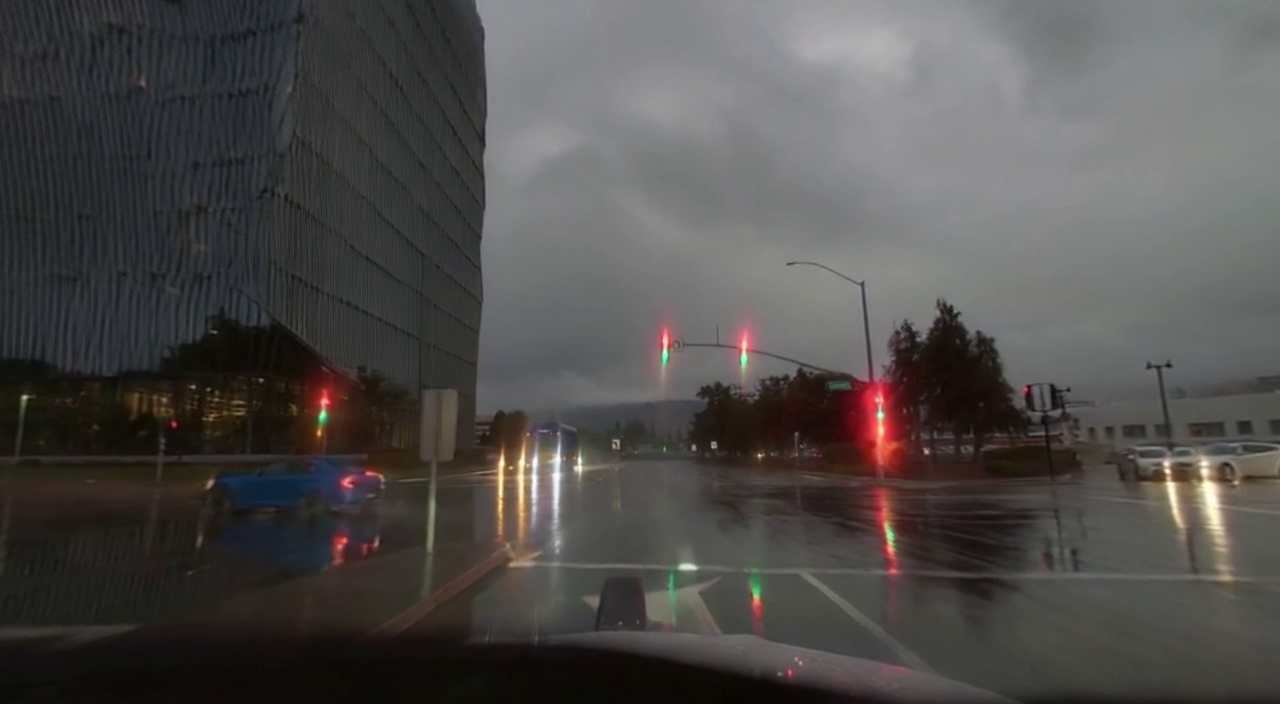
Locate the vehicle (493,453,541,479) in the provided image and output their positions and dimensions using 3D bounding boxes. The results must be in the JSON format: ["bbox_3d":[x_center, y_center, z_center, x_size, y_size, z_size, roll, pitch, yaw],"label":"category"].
[{"bbox_3d":[-7.947,7.390,41.177,2.113,1.535,4.504,0,-9,2],"label":"vehicle"}]

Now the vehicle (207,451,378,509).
[{"bbox_3d":[-10.262,3.715,18.680,4.197,1.525,2.014,-3,-9,18],"label":"vehicle"}]

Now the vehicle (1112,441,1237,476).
[{"bbox_3d":[24.647,4.929,29.310,2.021,1.484,4.454,0,-9,3],"label":"vehicle"}]
